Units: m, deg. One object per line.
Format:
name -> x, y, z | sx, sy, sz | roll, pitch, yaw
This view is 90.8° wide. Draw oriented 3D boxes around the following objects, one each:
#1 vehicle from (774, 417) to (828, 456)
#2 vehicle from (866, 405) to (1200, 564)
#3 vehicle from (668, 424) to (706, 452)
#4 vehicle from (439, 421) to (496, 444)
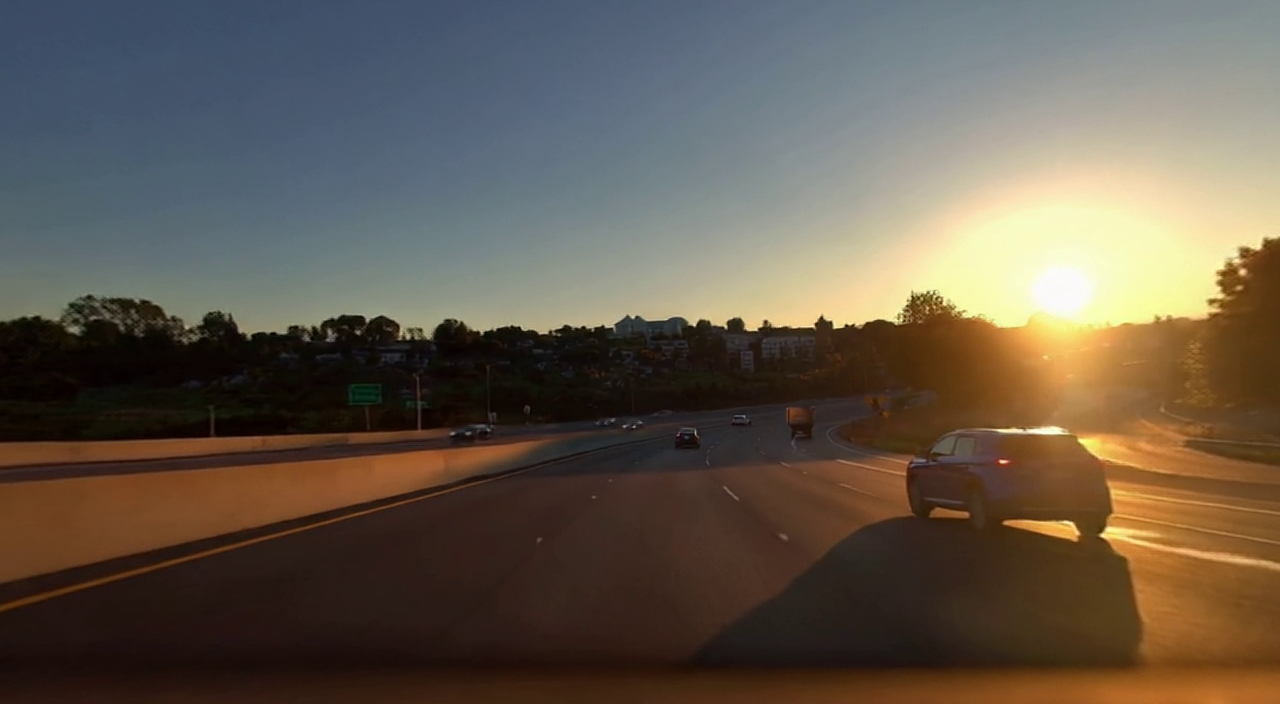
vehicle -> 10.143, 5.433, 40.276 | 2.526, 2.230, 6.190 | -1, -9, 7
vehicle -> 4.936, 1.720, 8.915 | 2.097, 1.659, 4.320 | 0, -8, 3
vehicle -> 3.200, 5.807, 42.316 | 2.181, 1.768, 4.383 | -1, -9, 9
vehicle -> -11.931, 5.676, 44.047 | 1.967, 1.496, 4.871 | -1, -9, 9
